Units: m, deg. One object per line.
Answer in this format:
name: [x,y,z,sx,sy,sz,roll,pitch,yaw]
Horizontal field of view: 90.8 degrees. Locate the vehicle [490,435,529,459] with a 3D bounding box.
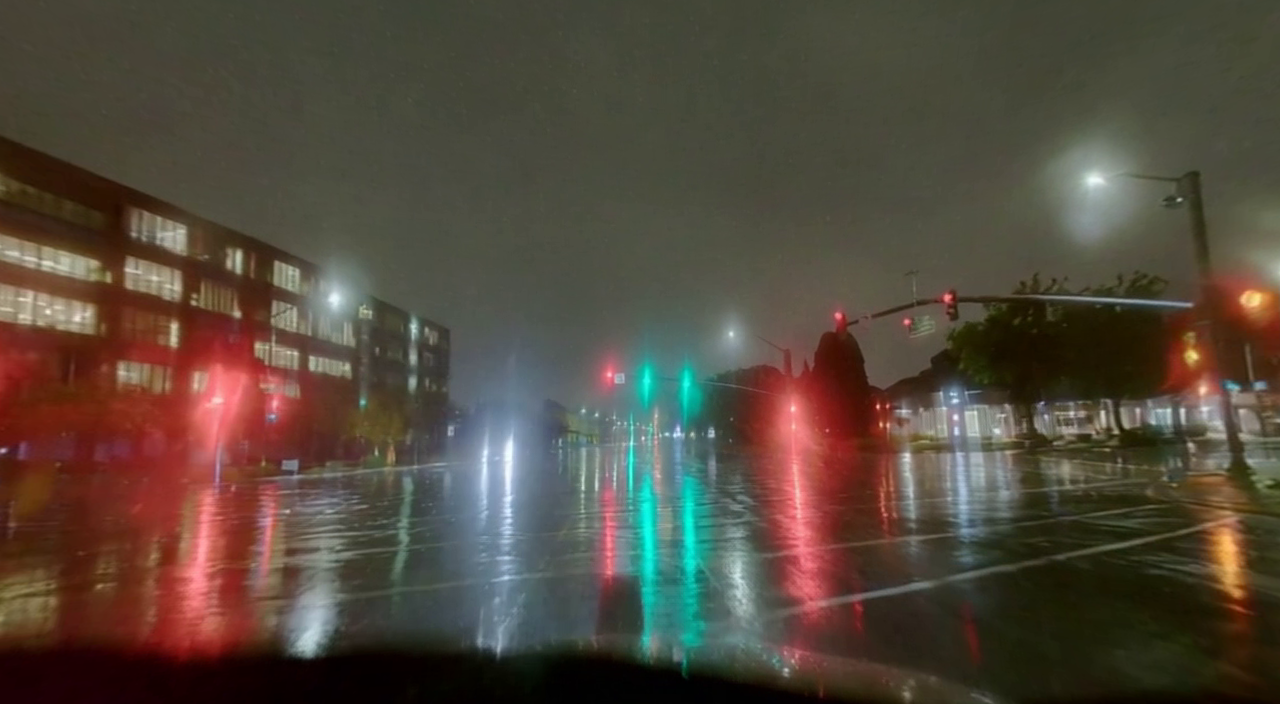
vehicle: [-9.710,7.087,47.213,1.988,1.692,4.412,0,-8,0]
